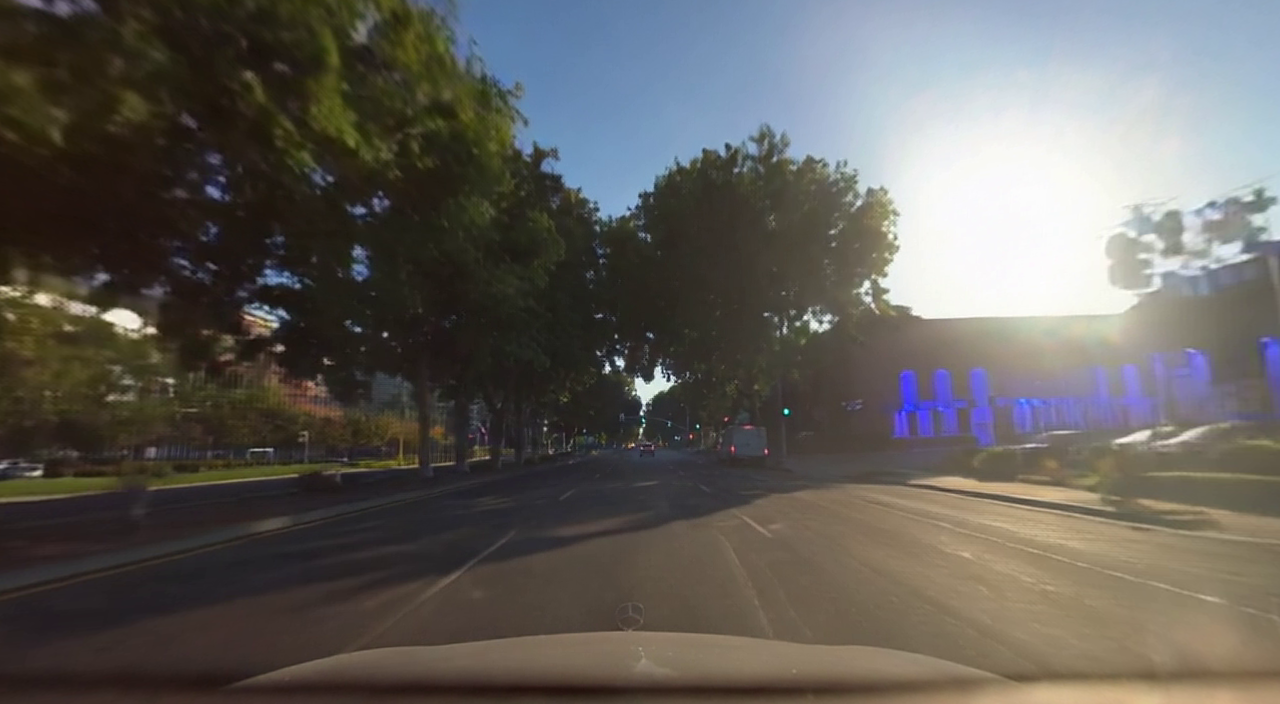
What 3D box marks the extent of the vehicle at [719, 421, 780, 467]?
[{"bbox_3d":[6.644,5.717,39.068,2.762,2.607,6.182,0,-8,1],"label":"vehicle"}]
